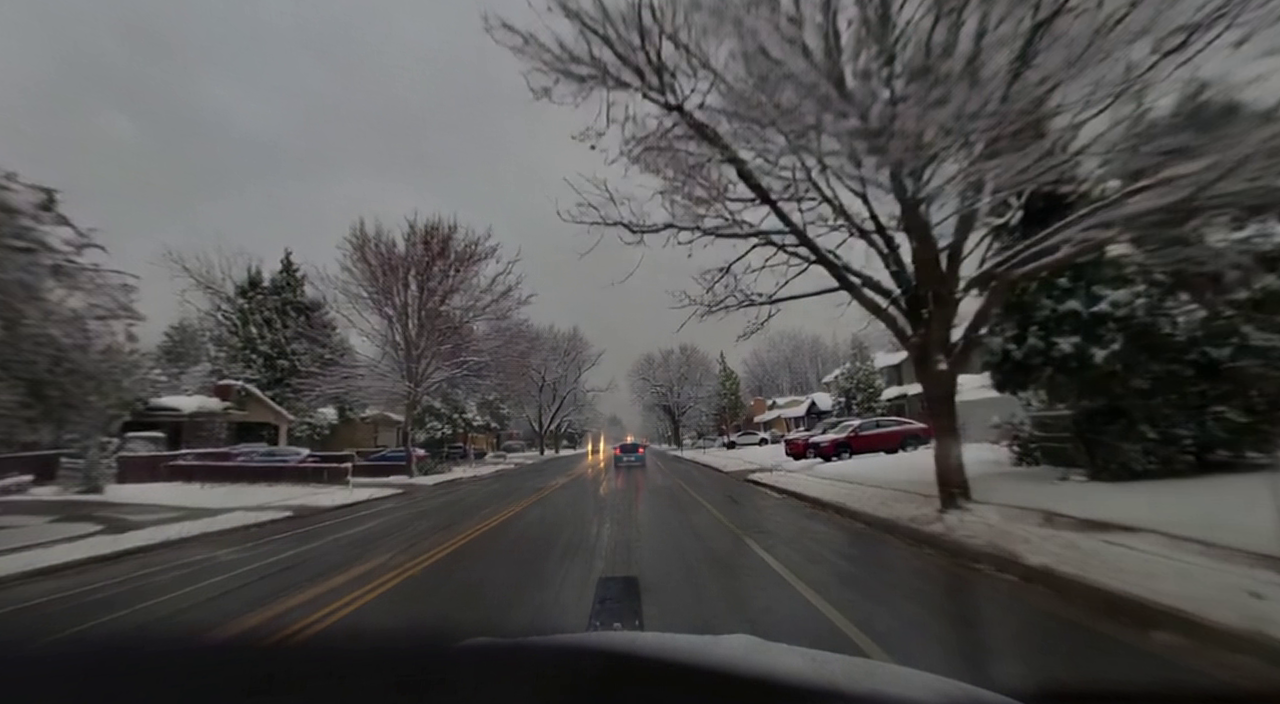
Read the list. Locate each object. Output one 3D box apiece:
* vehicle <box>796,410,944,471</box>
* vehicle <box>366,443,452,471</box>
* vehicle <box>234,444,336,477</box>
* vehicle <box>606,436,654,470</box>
[{"bbox_3d":[8.311,3.235,23.188,4.513,1.617,1.998,-7,-8,-1],"label":"vehicle"},{"bbox_3d":[-14.801,6.756,40.657,4.608,1.743,2.222,-1,-8,7],"label":"vehicle"},{"bbox_3d":[-17.077,5.152,30.347,4.608,1.481,1.890,-4,-9,26],"label":"vehicle"},{"bbox_3d":[-0.409,4.718,29.649,2.098,1.483,4.099,0,-8,0],"label":"vehicle"}]
